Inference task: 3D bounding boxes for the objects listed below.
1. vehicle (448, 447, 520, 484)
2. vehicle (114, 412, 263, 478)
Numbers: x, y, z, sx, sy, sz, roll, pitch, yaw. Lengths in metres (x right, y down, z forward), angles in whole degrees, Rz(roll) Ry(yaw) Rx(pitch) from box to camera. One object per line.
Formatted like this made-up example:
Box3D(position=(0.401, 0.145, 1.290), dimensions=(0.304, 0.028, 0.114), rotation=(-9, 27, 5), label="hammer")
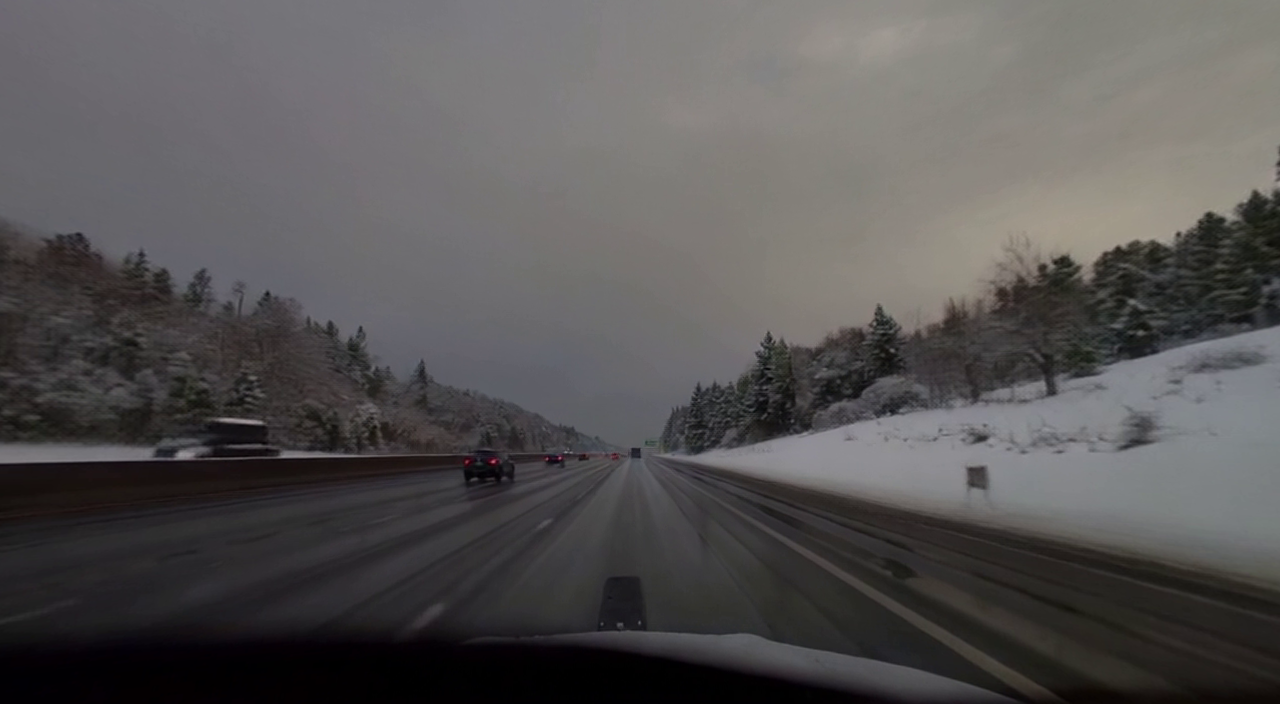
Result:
Box3D(position=(-6.919, 5.077, 28.464), dimensions=(2.015, 1.483, 4.626), rotation=(0, -9, 0), label="vehicle")
Box3D(position=(-22.885, 4.819, 32.549), dimensions=(2.431, 3.004, 6.954), rotation=(0, -9, 0), label="vehicle")
